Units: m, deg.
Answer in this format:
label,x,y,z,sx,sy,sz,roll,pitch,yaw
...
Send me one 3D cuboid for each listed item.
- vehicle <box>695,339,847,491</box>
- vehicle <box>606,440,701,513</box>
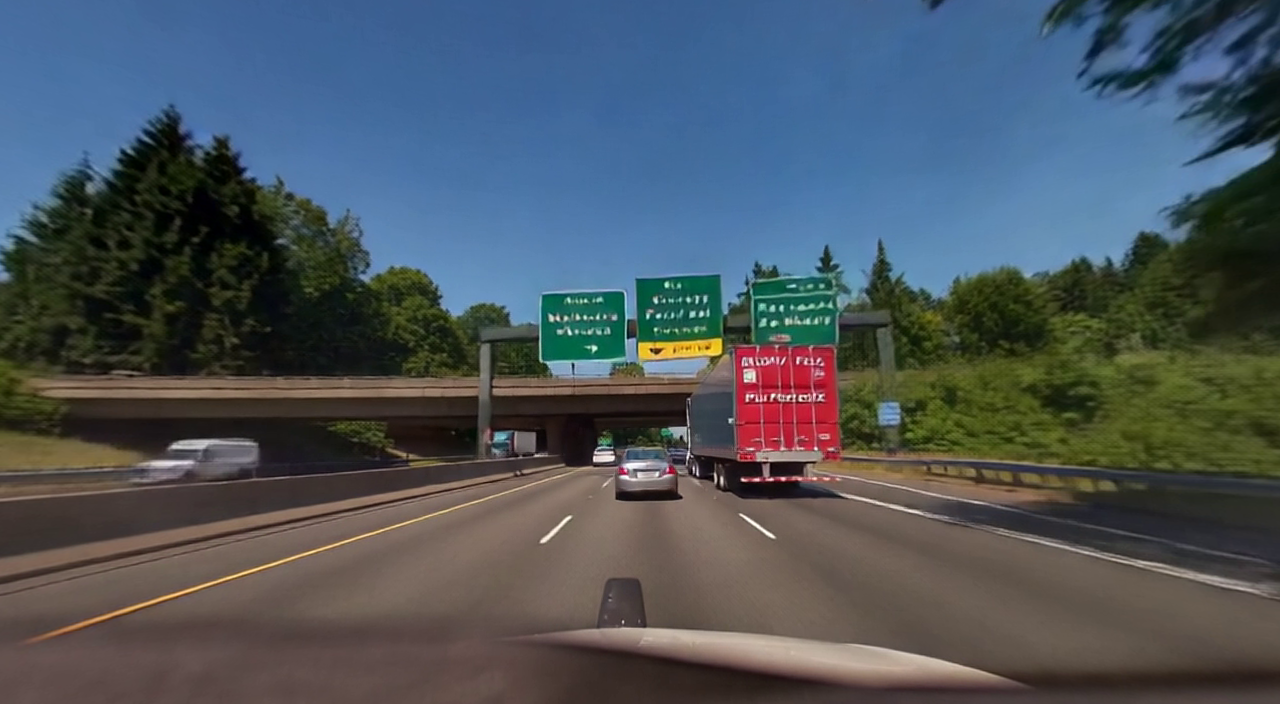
label,x,y,z,sx,sy,sz,roll,pitch,yaw
vehicle,4.052,2.736,23.615,2.960,4.018,13.834,0,-9,1
vehicle,0.265,3.034,15.848,2.039,1.532,4.610,0,-9,0
